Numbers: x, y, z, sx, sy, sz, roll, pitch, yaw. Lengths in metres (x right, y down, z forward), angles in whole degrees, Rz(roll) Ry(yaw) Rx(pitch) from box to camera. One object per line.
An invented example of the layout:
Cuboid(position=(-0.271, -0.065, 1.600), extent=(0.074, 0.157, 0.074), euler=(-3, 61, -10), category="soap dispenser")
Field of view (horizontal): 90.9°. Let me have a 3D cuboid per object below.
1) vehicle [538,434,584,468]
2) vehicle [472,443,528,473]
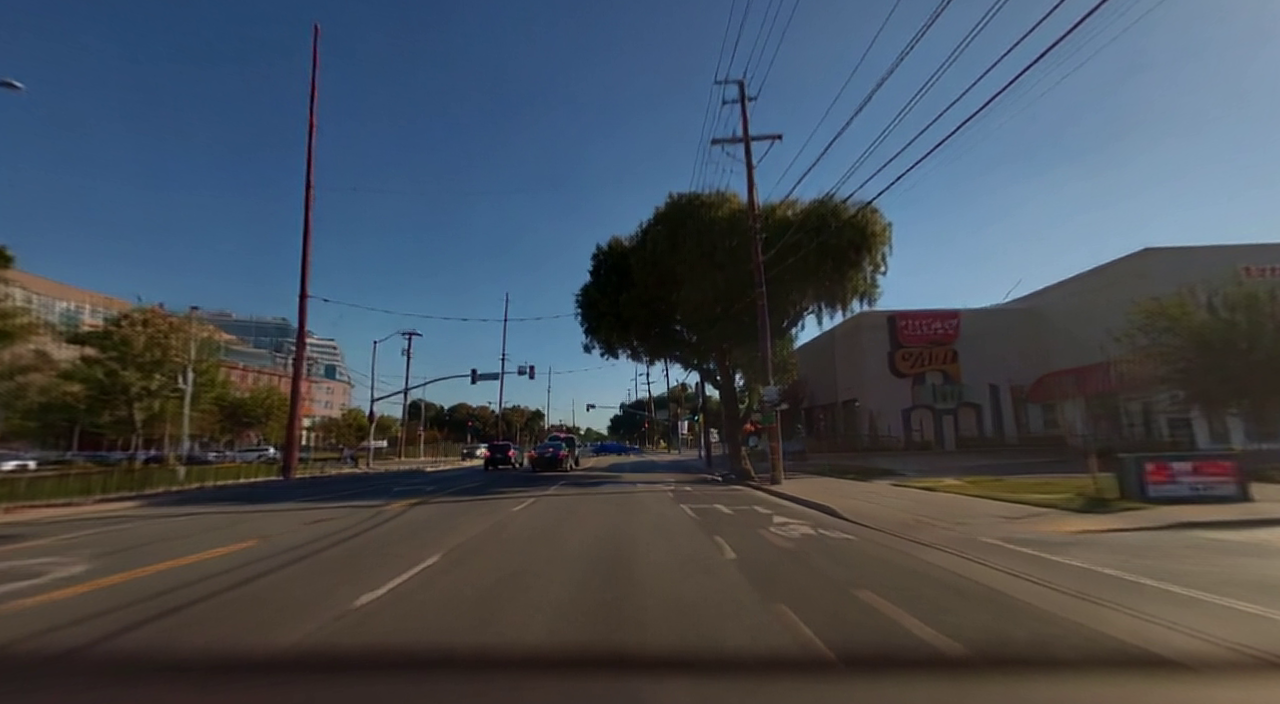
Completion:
Cuboid(position=(-4.819, 6.154, 39.269), extent=(2.371, 1.926, 5.099), euler=(0, -8, -2), category="vehicle")
Cuboid(position=(-7.433, 5.653, 33.872), extent=(2.010, 1.455, 4.271), euler=(0, -8, 0), category="vehicle")
